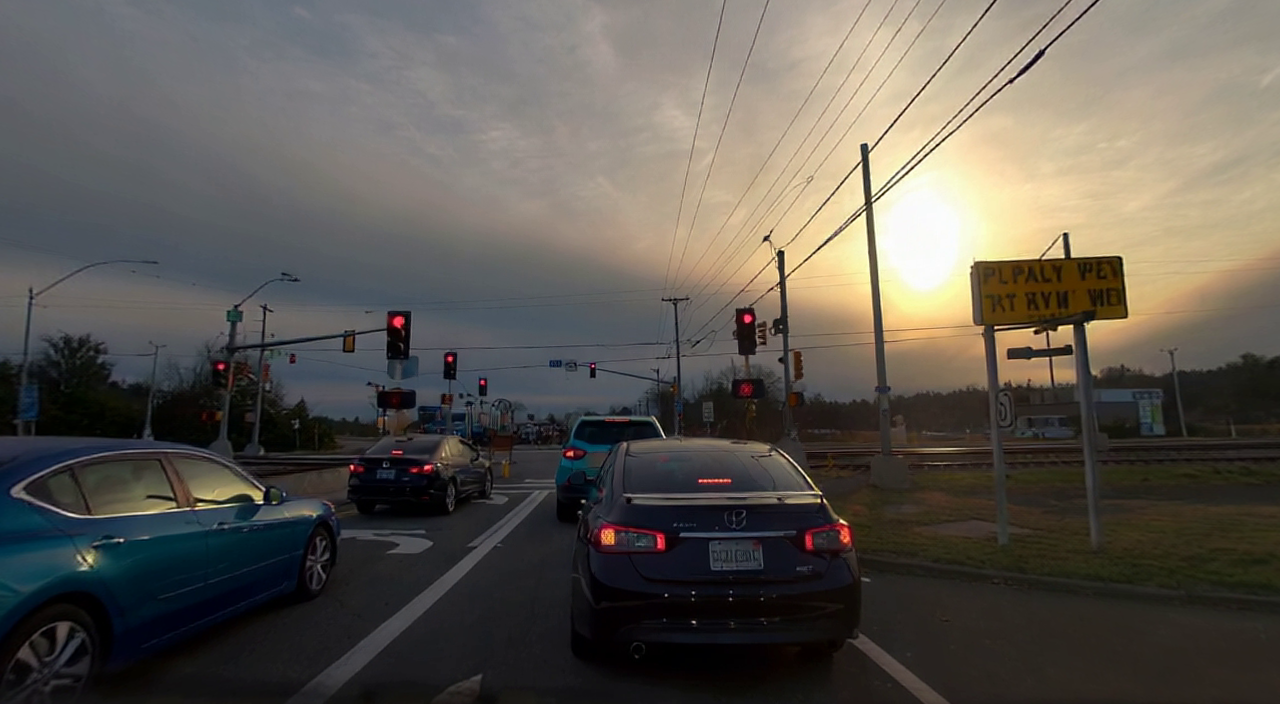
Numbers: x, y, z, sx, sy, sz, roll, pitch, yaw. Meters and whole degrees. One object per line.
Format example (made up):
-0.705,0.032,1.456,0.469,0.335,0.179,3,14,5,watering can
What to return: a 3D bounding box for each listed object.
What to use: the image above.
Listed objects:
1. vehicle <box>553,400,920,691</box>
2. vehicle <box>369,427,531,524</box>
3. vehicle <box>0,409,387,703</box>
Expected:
0.408,1.332,5.460,1.998,1.529,3.960,1,-9,-4,vehicle
-3.362,2.263,12.080,1.984,1.505,3.982,0,-9,-2,vehicle
-3.709,1.249,4.450,1.956,1.468,4.585,0,-9,0,vehicle
